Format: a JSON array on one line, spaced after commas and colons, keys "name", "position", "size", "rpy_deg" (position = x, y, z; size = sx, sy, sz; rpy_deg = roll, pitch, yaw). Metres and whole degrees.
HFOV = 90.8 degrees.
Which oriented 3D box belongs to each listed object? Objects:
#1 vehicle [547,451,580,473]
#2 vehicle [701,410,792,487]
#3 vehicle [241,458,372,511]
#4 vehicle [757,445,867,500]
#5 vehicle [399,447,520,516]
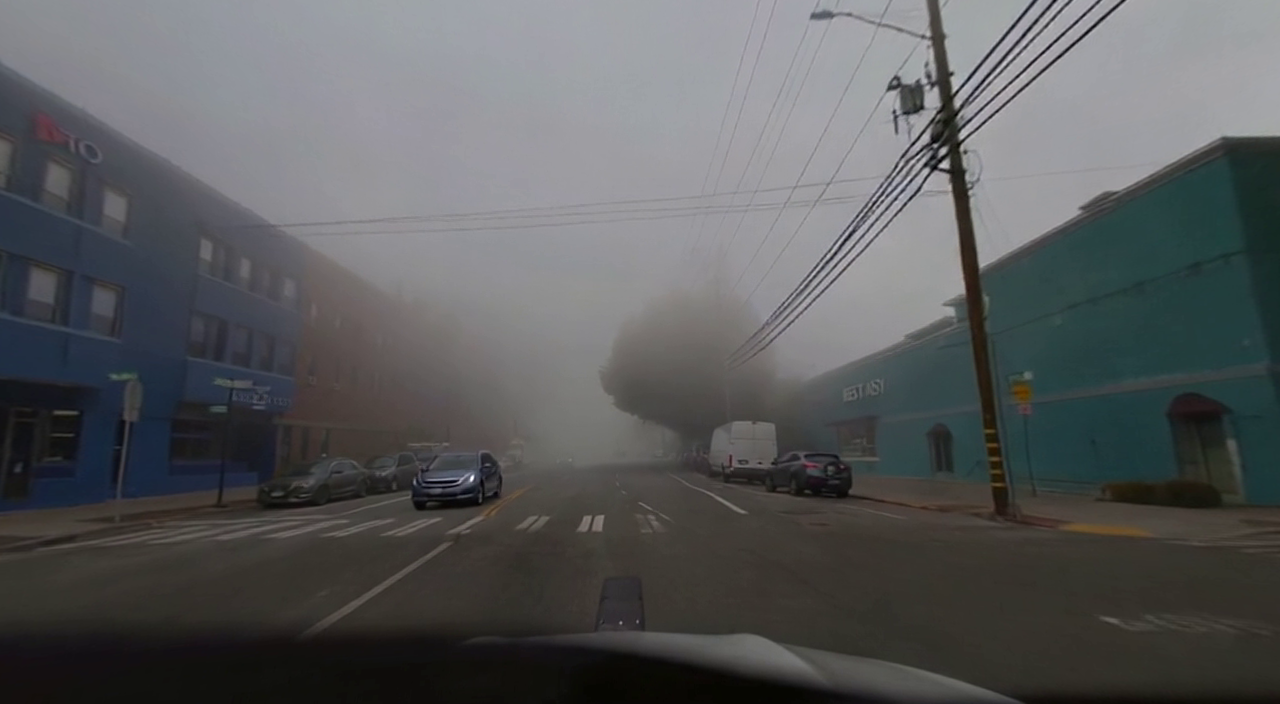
[{"name": "vehicle", "position": [-5.517, 7.977, 46.146], "size": [1.925, 1.479, 4.444], "rpy_deg": [0, -8, 0]}, {"name": "vehicle", "position": [4.849, 4.615, 30.452], "size": [2.815, 3.203, 7.558], "rpy_deg": [0, -8, -2]}, {"name": "vehicle", "position": [-10.773, 4.272, 20.822], "size": [1.978, 1.452, 4.263], "rpy_deg": [0, -8, 0]}, {"name": "vehicle", "position": [5.742, 4.049, 21.699], "size": [1.963, 1.646, 4.204], "rpy_deg": [1, -8, -11]}, {"name": "vehicle", "position": [-4.496, 3.258, 16.484], "size": [2.050, 1.505, 4.219], "rpy_deg": [0, -8, -2]}]
